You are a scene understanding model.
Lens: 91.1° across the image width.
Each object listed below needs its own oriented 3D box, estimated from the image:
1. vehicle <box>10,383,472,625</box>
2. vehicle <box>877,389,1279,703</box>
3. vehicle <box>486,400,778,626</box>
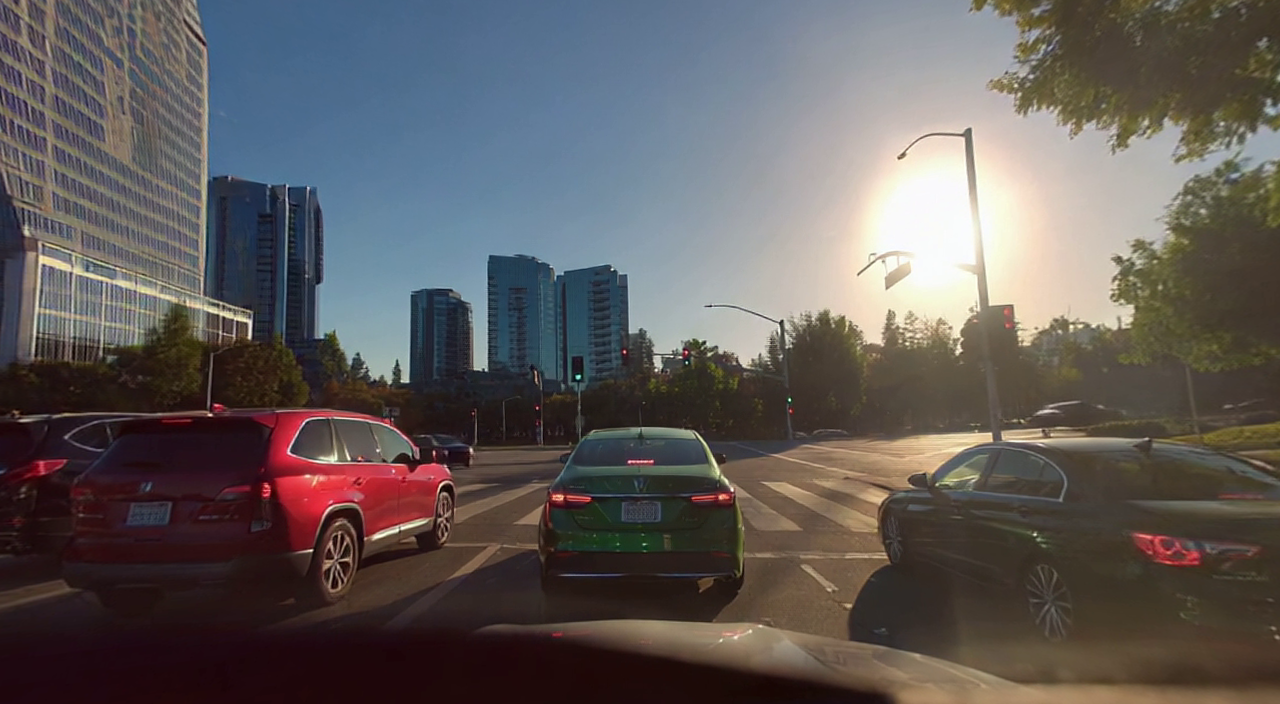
[{"bbox_3d":[-3.541,1.430,6.866,2.014,1.755,4.360,0,-8,3],"label":"vehicle"},{"bbox_3d":[3.594,1.209,4.601,2.010,1.486,4.498,0,-8,1],"label":"vehicle"},{"bbox_3d":[-0.034,1.401,6.307,2.047,1.579,3.642,0,-8,1],"label":"vehicle"}]
